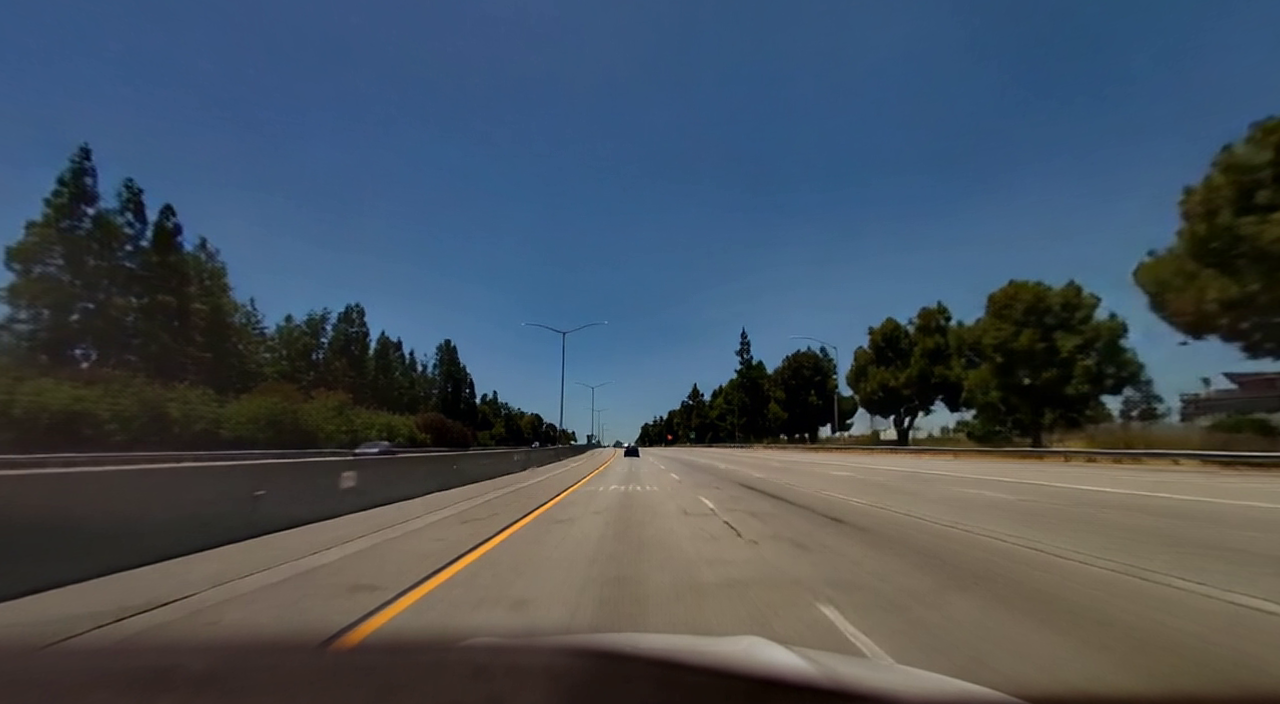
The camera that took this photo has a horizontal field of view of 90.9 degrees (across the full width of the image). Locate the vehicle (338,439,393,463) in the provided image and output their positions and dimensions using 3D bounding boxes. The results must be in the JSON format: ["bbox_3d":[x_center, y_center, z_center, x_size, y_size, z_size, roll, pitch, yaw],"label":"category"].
[{"bbox_3d":[-19.519,7.059,45.105,1.907,1.553,4.616,0,-8,-1],"label":"vehicle"}]
